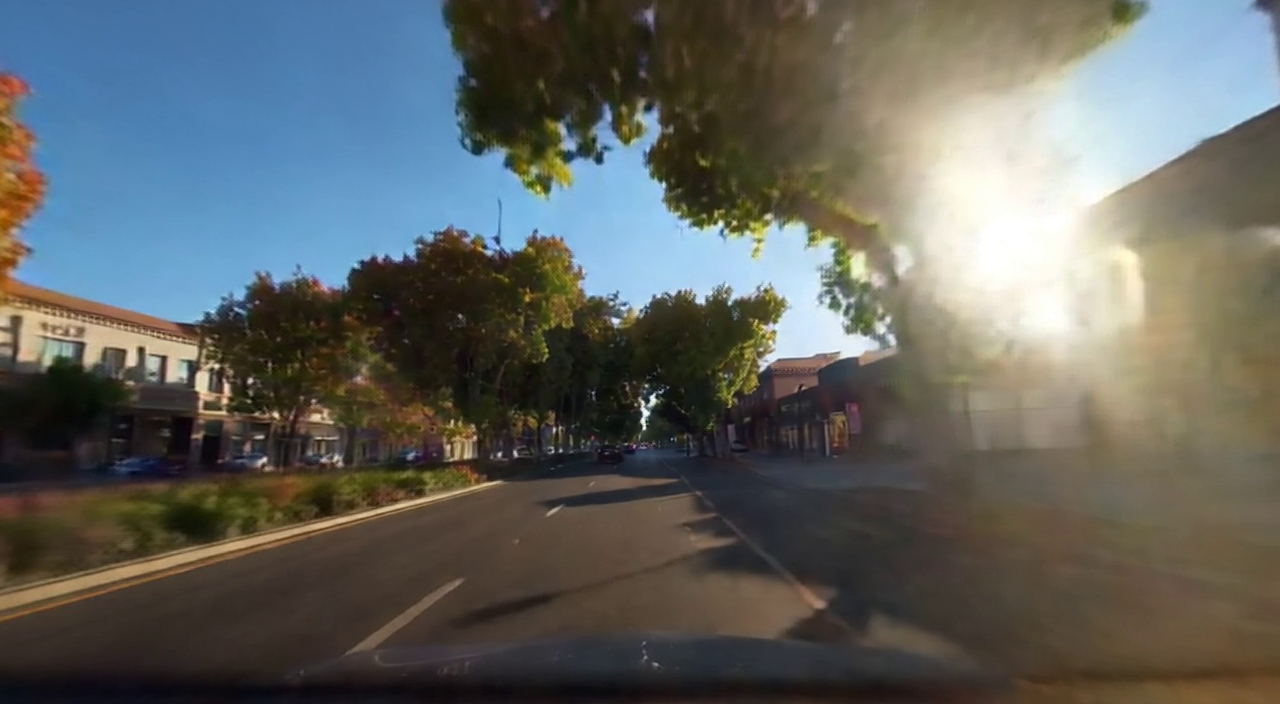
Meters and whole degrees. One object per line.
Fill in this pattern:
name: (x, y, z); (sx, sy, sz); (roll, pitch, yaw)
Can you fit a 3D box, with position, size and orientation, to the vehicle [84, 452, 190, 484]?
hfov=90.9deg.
vehicle: (-26.238, 6.045, 33.108); (1.850, 1.477, 4.492); (0, -8, 0)
